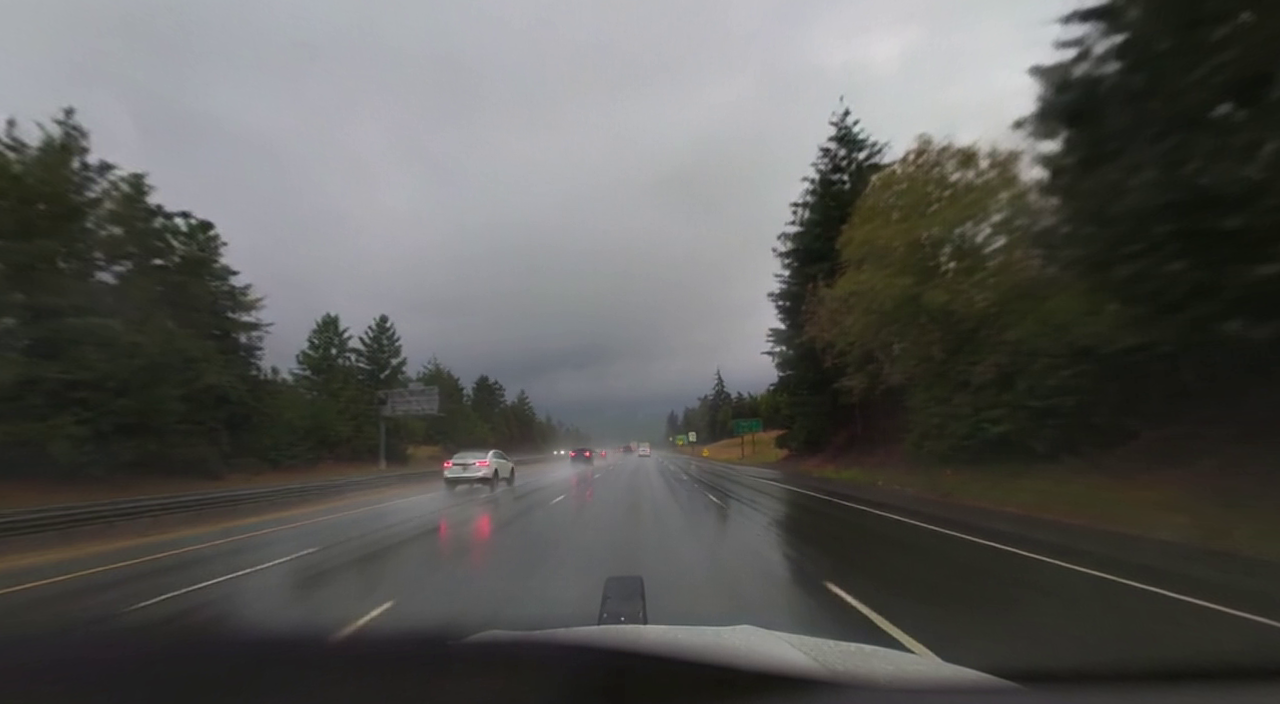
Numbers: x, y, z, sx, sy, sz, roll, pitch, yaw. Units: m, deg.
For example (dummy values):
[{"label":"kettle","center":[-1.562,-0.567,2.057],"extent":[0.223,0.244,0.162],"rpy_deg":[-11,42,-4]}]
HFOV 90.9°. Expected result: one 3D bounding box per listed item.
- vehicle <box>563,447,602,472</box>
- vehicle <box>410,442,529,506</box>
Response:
[{"label":"vehicle","center":[-3.522,6.686,39.368],"extent":[2.005,1.474,3.921],"rpy_deg":[0,-9,1]},{"label":"vehicle","center":[-4.518,3.294,17.489],"extent":[1.975,1.501,4.603],"rpy_deg":[0,-9,1]}]
